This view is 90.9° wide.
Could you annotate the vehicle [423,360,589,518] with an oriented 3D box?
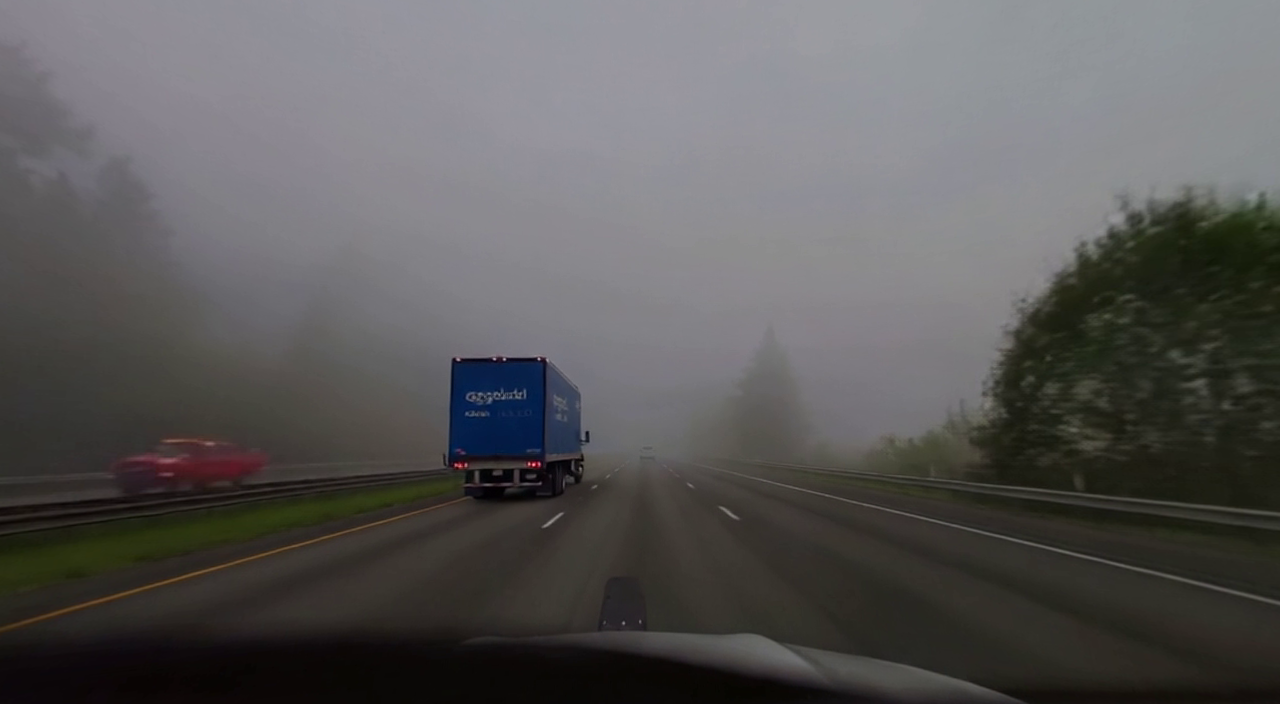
[{"bbox_3d":[-2.946,2.245,16.111,2.695,3.151,6.885,0,-9,0],"label":"vehicle"}]
